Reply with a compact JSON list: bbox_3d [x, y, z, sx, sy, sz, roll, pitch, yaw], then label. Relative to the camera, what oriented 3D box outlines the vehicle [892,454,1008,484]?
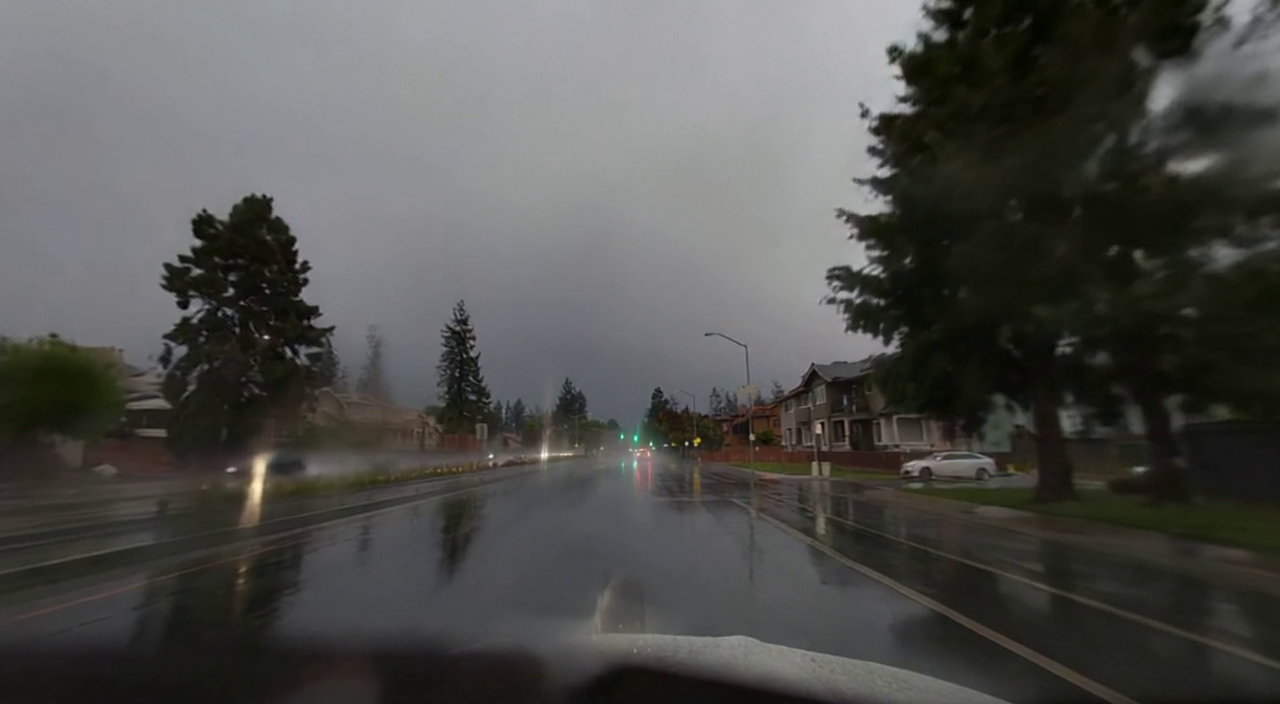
[{"bbox_3d":[15.947,6.017,32.695,4.913,1.470,2.045,0,-9,1],"label":"vehicle"}]

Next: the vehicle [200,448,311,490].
[{"bbox_3d":[-16.451,4.990,27.345,1.912,1.651,4.574,0,-9,0],"label":"vehicle"}]
